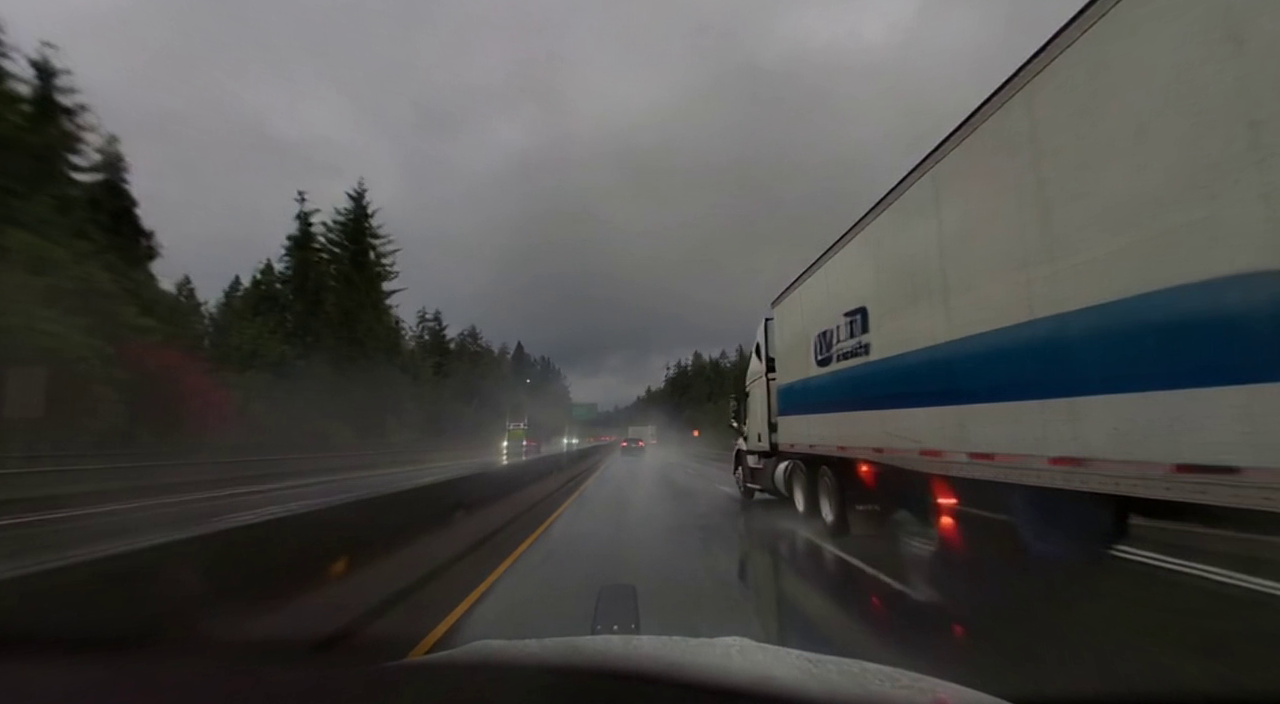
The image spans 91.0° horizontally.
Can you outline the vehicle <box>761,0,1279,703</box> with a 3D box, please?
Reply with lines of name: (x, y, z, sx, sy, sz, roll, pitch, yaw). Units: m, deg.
vehicle: (3.889, 0.231, 6.392, 2.965, 3.887, 10.328, 0, -8, -2)
